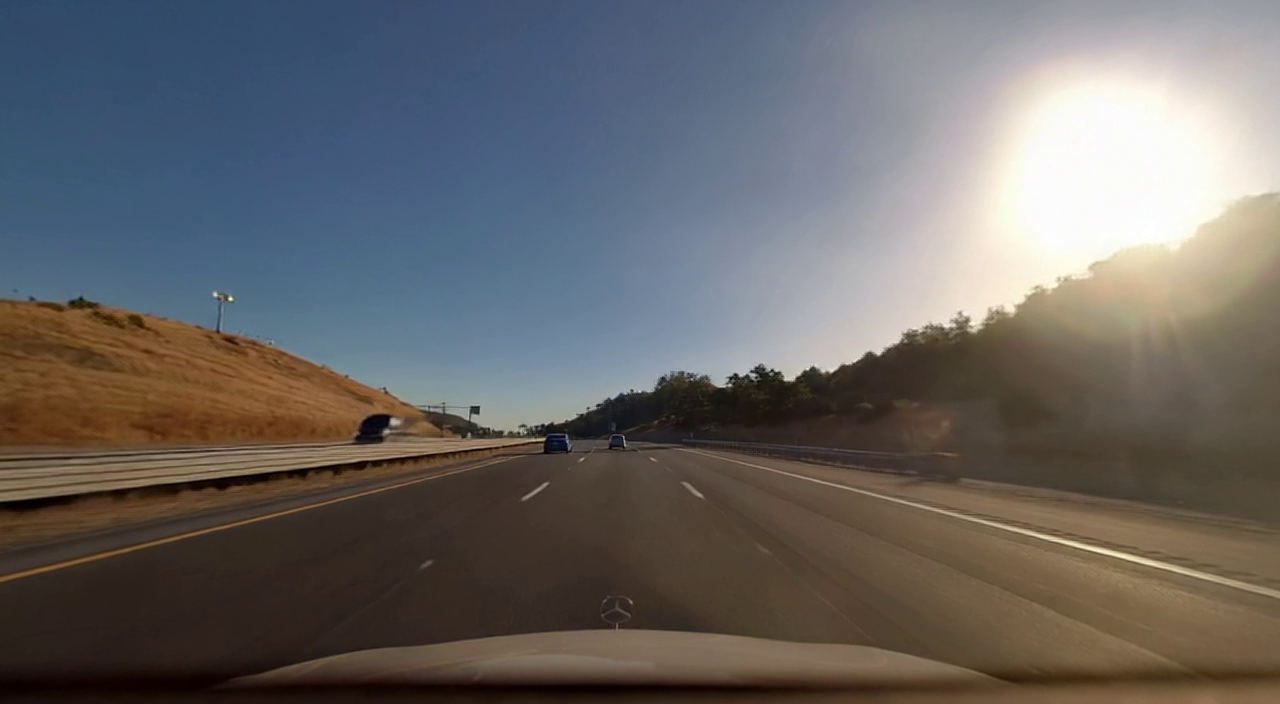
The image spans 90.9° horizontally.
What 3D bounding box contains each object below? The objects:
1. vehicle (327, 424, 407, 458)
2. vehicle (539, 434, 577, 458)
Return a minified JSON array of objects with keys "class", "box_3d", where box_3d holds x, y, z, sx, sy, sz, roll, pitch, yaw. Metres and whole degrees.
[{"class":"vehicle","box_3d":[-13.472,4.413,31.451,1.925,1.552,4.875,0,-8,-2]},{"class":"vehicle","box_3d":[-5.444,6.315,42.566,2.141,1.534,5.099,0,-8,-3]}]
